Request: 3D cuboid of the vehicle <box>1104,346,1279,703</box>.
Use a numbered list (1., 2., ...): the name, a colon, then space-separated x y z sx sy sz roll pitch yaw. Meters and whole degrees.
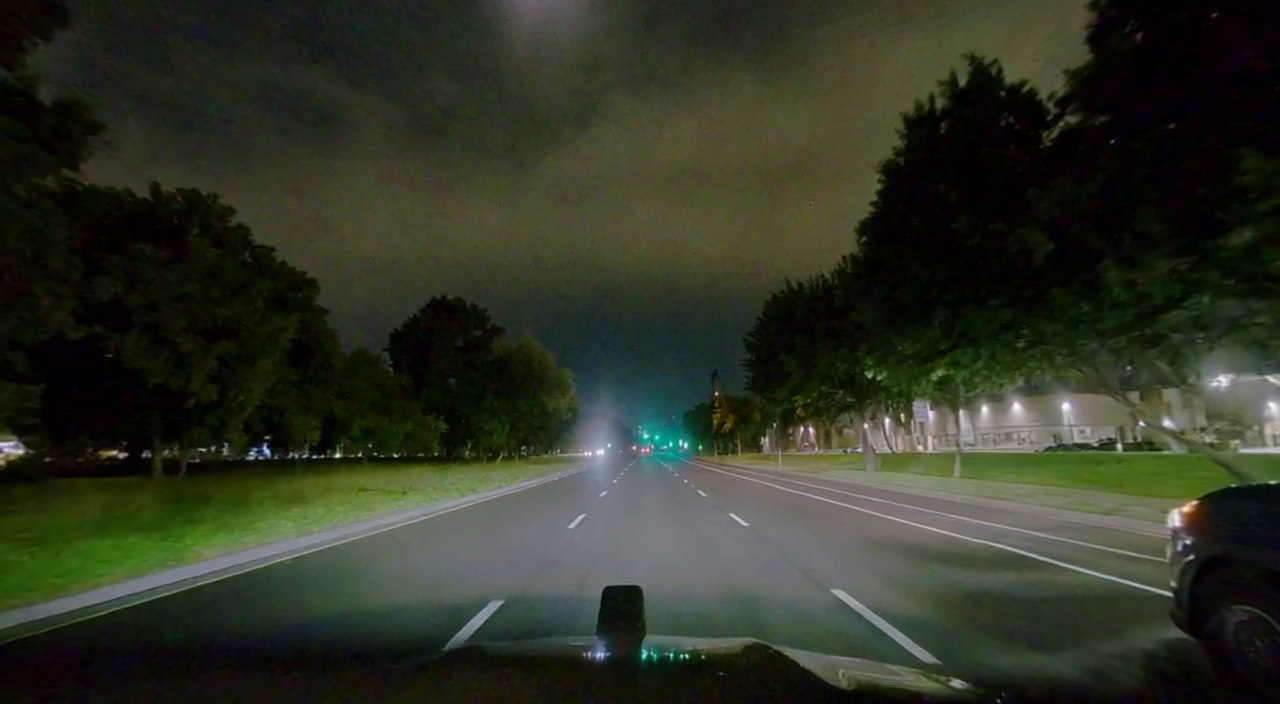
1. vehicle: 3.726 0.627 1.038 2.087 1.759 5.040 0 -8 1
